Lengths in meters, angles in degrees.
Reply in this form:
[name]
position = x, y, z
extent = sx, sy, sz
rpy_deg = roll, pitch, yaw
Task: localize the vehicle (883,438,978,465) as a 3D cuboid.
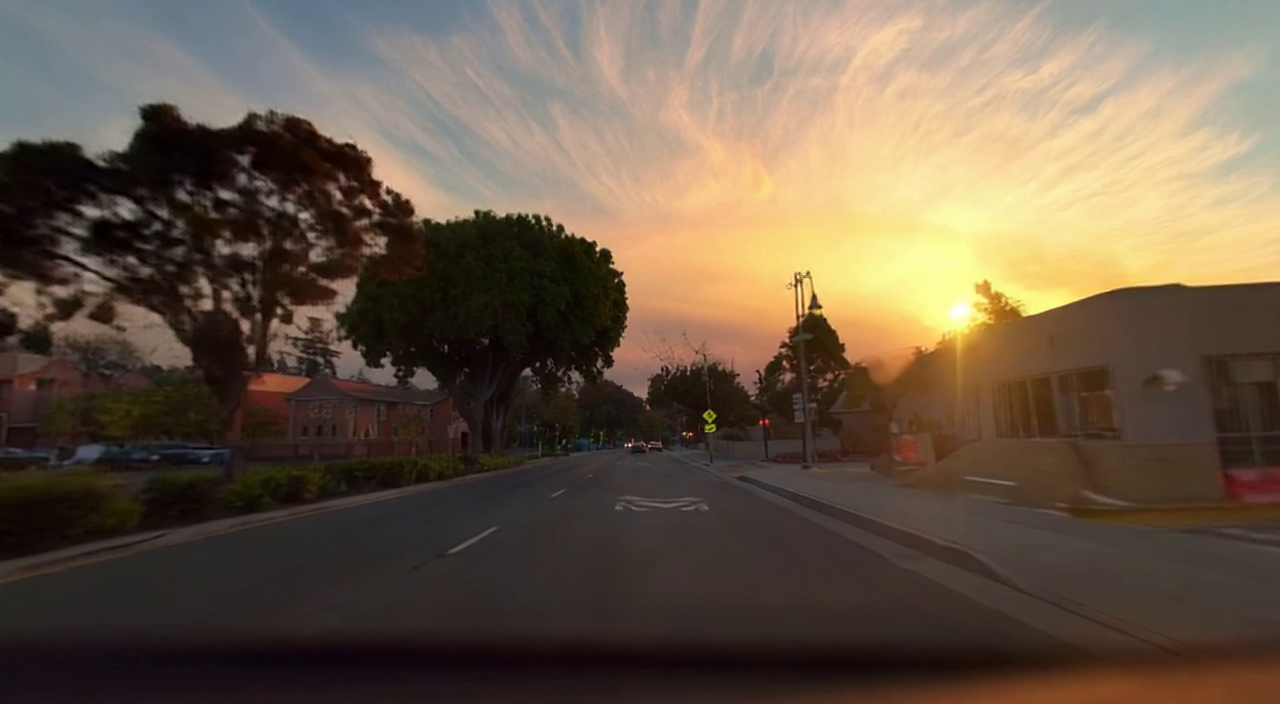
[vehicle]
position = 16.998, 5.859, 37.199
extent = 4.563, 1.457, 2.139
rpy_deg = -1, -7, 6
